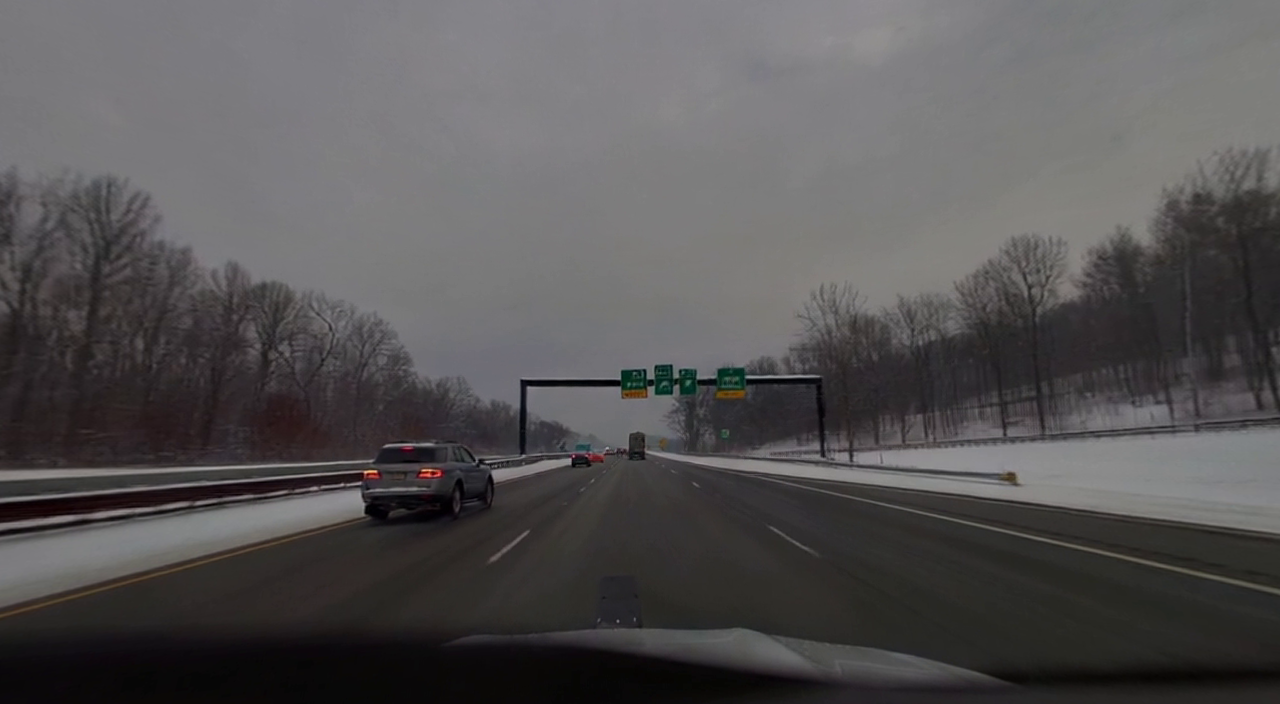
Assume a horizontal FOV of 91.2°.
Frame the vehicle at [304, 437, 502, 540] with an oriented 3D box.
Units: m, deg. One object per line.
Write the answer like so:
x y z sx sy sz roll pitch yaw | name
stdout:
-4.035 2.387 11.565 2.071 1.525 4.058 0 -9 0 | vehicle
